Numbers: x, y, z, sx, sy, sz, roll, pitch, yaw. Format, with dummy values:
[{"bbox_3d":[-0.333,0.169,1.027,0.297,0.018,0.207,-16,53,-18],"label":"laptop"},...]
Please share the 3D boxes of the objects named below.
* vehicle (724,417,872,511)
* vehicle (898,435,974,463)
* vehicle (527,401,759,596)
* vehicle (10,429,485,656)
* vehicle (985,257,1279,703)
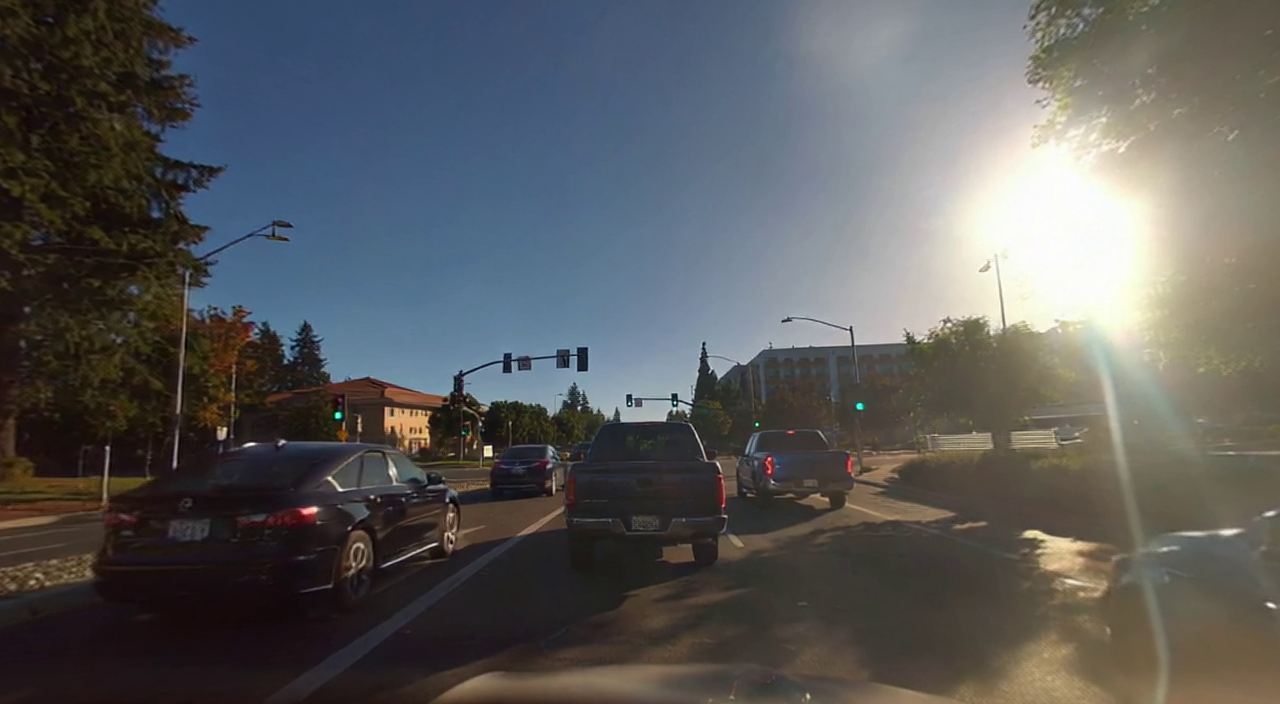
[{"bbox_3d":[3.600,2.705,15.677,2.408,1.908,5.355,0,-8,2],"label":"vehicle"},{"bbox_3d":[21.265,6.994,45.464,4.437,1.863,2.068,0,-5,2],"label":"vehicle"},{"bbox_3d":[0.046,1.633,7.793,2.113,1.768,3.901,0,-8,1],"label":"vehicle"},{"bbox_3d":[-3.183,1.612,6.595,1.909,1.476,4.751,0,-8,0],"label":"vehicle"},{"bbox_3d":[3.271,0.442,0.614,2.571,1.857,5.841,0,-8,0],"label":"vehicle"}]
